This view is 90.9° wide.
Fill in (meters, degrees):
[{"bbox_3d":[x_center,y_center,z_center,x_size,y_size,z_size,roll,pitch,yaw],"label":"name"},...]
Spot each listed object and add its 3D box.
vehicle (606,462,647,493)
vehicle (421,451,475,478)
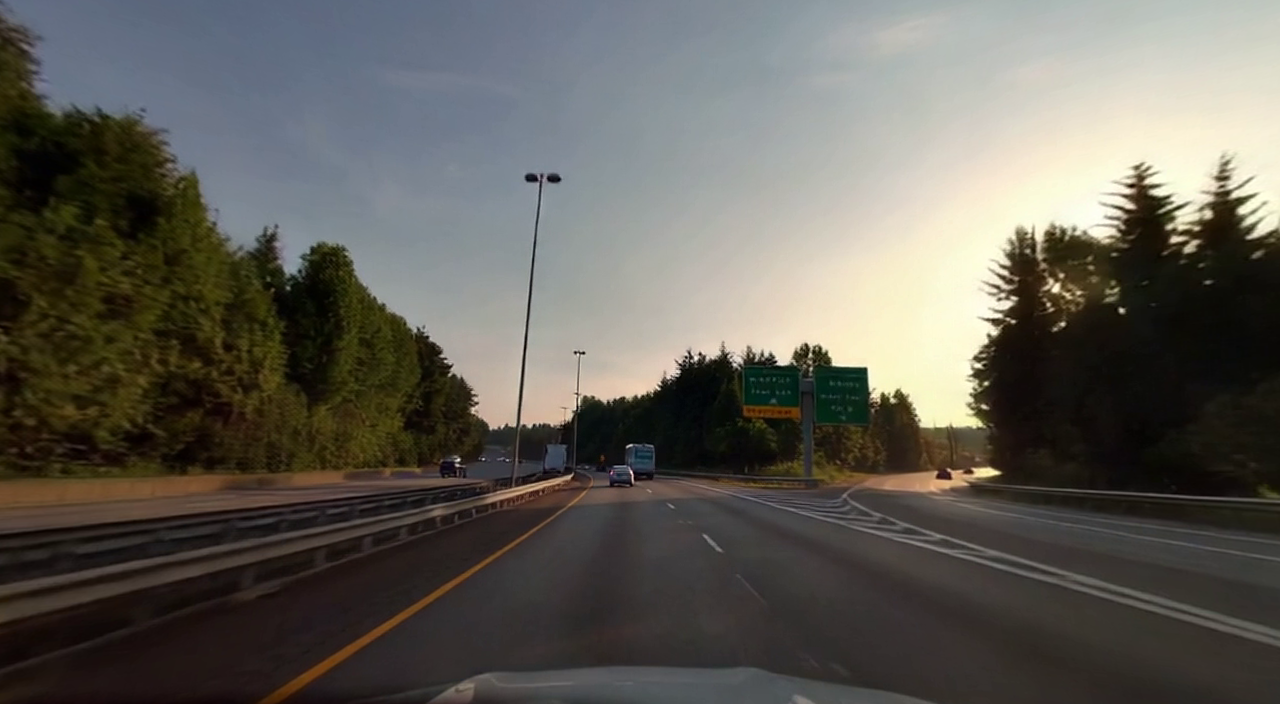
[{"bbox_3d":[-0.712,6.519,32.961,1.987,1.467,3.903,1,-10,-2],"label":"vehicle"},{"bbox_3d":[-12.157,7.187,40.162,1.952,1.618,4.859,1,-10,-1],"label":"vehicle"}]
